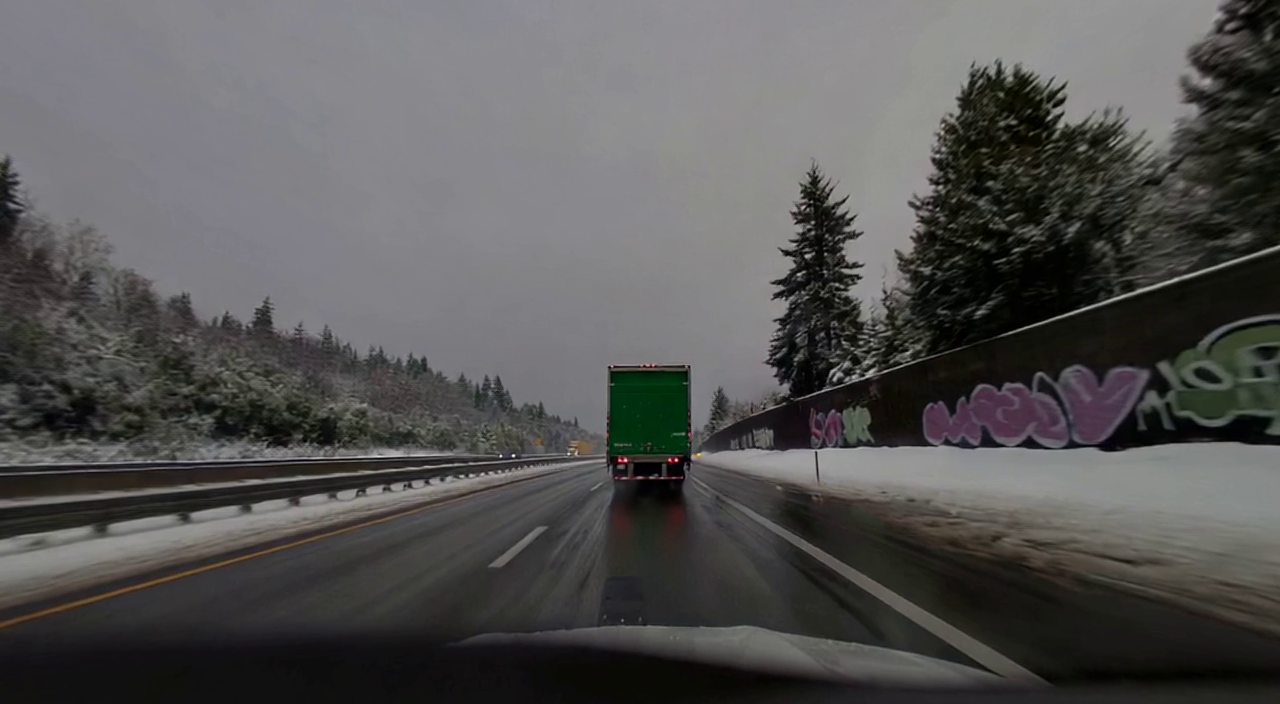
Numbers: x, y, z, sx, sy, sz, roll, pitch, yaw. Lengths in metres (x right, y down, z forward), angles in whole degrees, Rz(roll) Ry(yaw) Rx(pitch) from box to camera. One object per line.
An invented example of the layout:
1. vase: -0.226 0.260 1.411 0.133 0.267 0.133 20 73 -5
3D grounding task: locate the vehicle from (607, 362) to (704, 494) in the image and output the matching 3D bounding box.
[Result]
1. vehicle: 0.320 3.055 24.125 2.900 3.955 10.151 0 -9 -1
